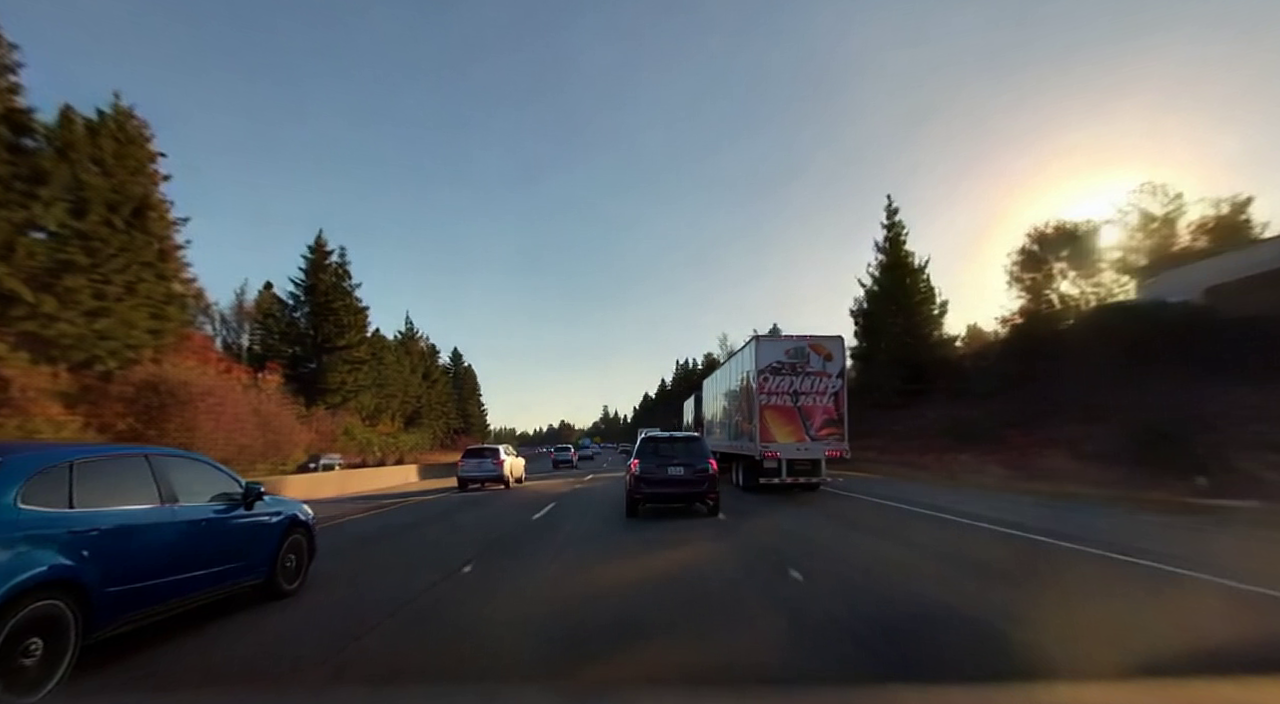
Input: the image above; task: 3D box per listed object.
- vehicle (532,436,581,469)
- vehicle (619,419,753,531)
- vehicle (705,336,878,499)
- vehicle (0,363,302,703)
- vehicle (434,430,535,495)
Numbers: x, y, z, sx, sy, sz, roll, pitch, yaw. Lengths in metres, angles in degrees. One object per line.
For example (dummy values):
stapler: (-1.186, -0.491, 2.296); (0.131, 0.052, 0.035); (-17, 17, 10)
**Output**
vehicle: (-4.503, 5.488, 34.574); (2.014, 1.683, 4.275); (0, -8, 1)
vehicle: (0.653, 2.114, 11.337); (2.017, 1.662, 3.543); (0, -8, -1)
vehicle: (4.498, 2.637, 22.884); (2.828, 4.081, 14.220); (0, -8, 0)
vehicle: (-4.060, 0.951, 3.410); (1.983, 1.666, 4.452); (0, -8, 0)
vehicle: (-4.267, 3.082, 17.917); (1.905, 1.642, 3.803); (0, -8, 0)
